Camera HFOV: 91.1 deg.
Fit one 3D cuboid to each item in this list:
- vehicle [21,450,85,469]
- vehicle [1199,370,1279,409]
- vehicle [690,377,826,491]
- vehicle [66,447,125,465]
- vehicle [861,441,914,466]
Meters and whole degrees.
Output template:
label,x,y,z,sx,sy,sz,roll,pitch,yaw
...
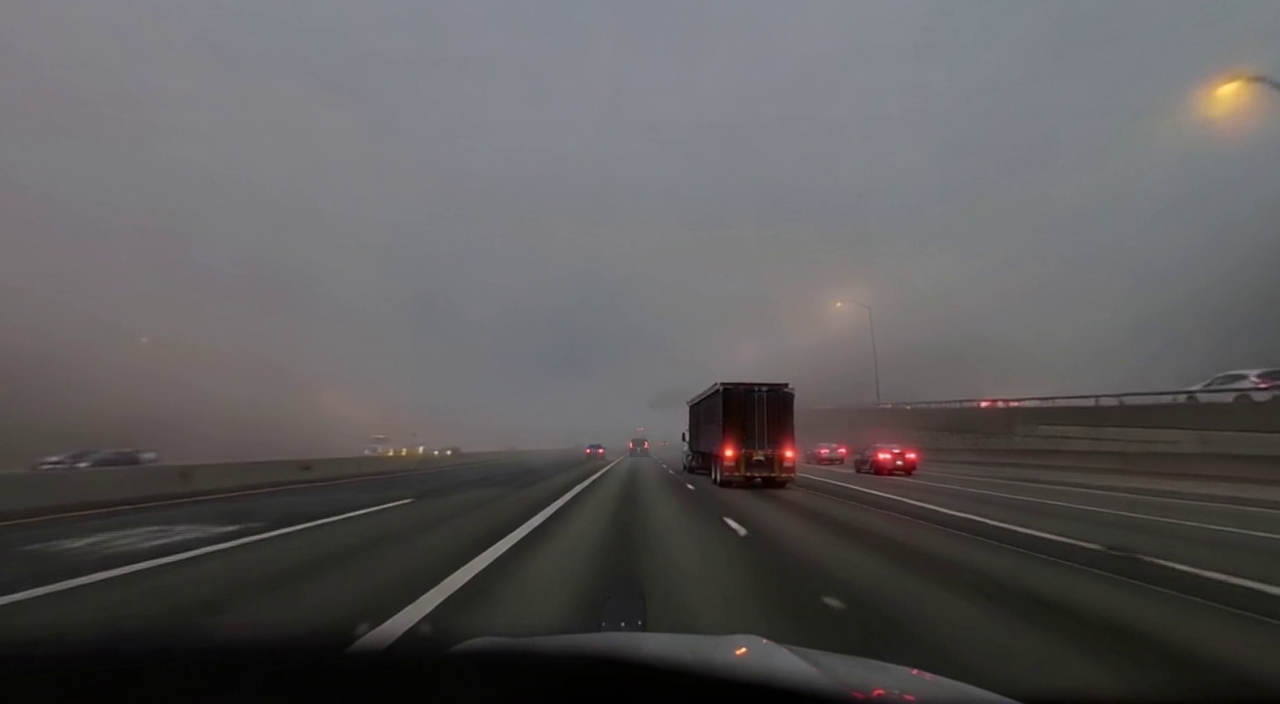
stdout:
label,x,y,z,sx,sy,sz,roll,pitch,yaw
vehicle,-46.048,8.409,49.328,1.591,1.386,3.505,0,-8,-1
vehicle,28.452,1.751,28.598,1.928,1.603,4.315,1,-6,-2
vehicle,3.922,3.206,24.057,3.049,3.395,10.595,0,-8,-1
vehicle,-41.979,7.984,48.454,1.609,1.325,3.323,0,-8,-1
vehicle,17.323,7.141,44.140,2.021,1.549,4.322,1,-9,0
